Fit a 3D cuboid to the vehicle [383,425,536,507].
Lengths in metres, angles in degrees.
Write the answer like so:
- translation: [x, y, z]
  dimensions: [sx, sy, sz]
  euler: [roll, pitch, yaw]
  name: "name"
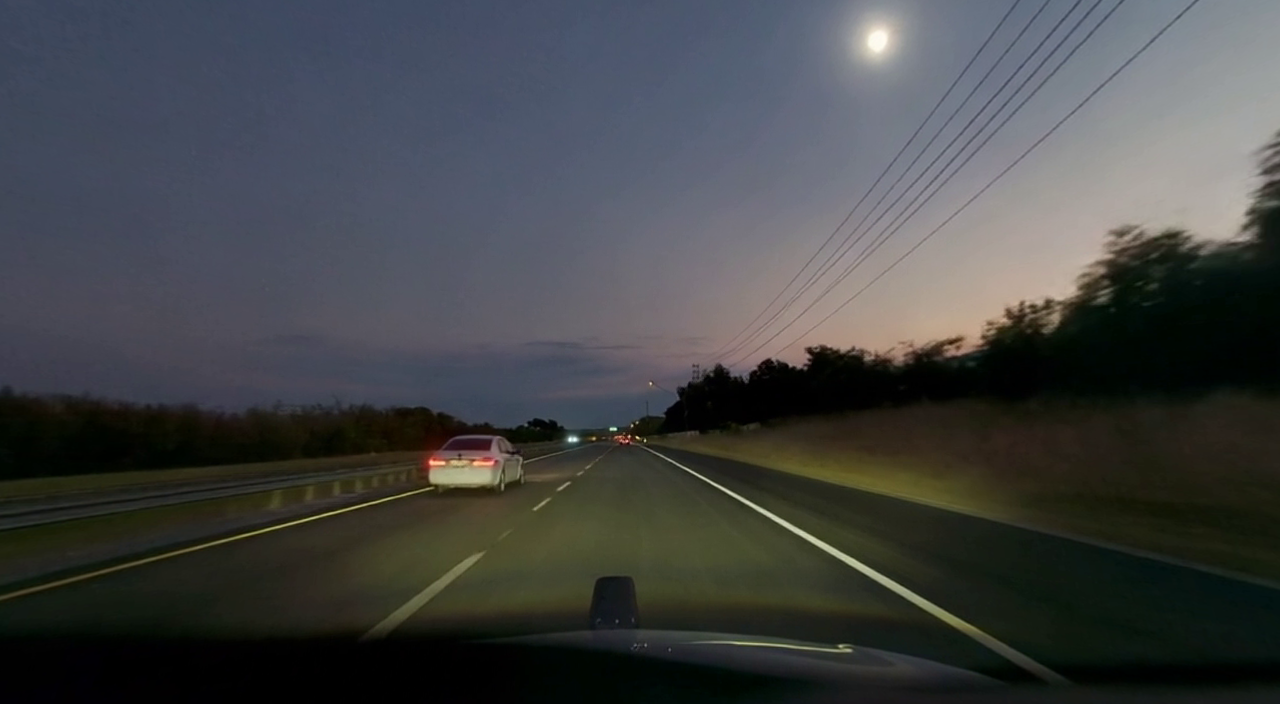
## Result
- translation: [-3.822, 2.489, 14.382]
  dimensions: [2.150, 1.532, 4.671]
  euler: [0, -8, -1]
  name: "vehicle"
